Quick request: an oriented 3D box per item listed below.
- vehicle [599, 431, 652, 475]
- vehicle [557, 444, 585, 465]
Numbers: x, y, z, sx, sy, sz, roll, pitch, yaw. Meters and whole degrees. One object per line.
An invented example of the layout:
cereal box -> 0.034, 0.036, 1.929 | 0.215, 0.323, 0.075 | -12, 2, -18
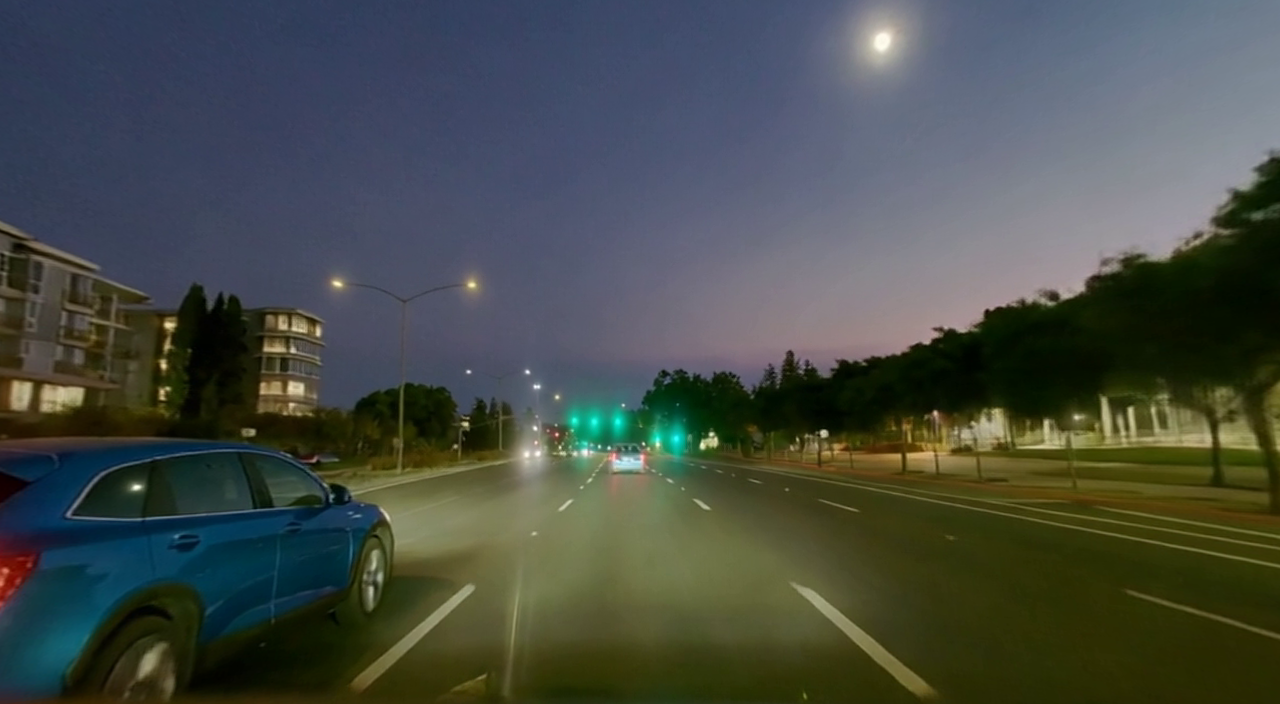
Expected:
vehicle -> -0.732, 4.724, 29.631 | 2.260, 1.872, 4.578 | 0, -9, -3
vehicle -> -5.015, 7.457, 46.258 | 1.904, 1.460, 4.300 | 0, -9, -4
